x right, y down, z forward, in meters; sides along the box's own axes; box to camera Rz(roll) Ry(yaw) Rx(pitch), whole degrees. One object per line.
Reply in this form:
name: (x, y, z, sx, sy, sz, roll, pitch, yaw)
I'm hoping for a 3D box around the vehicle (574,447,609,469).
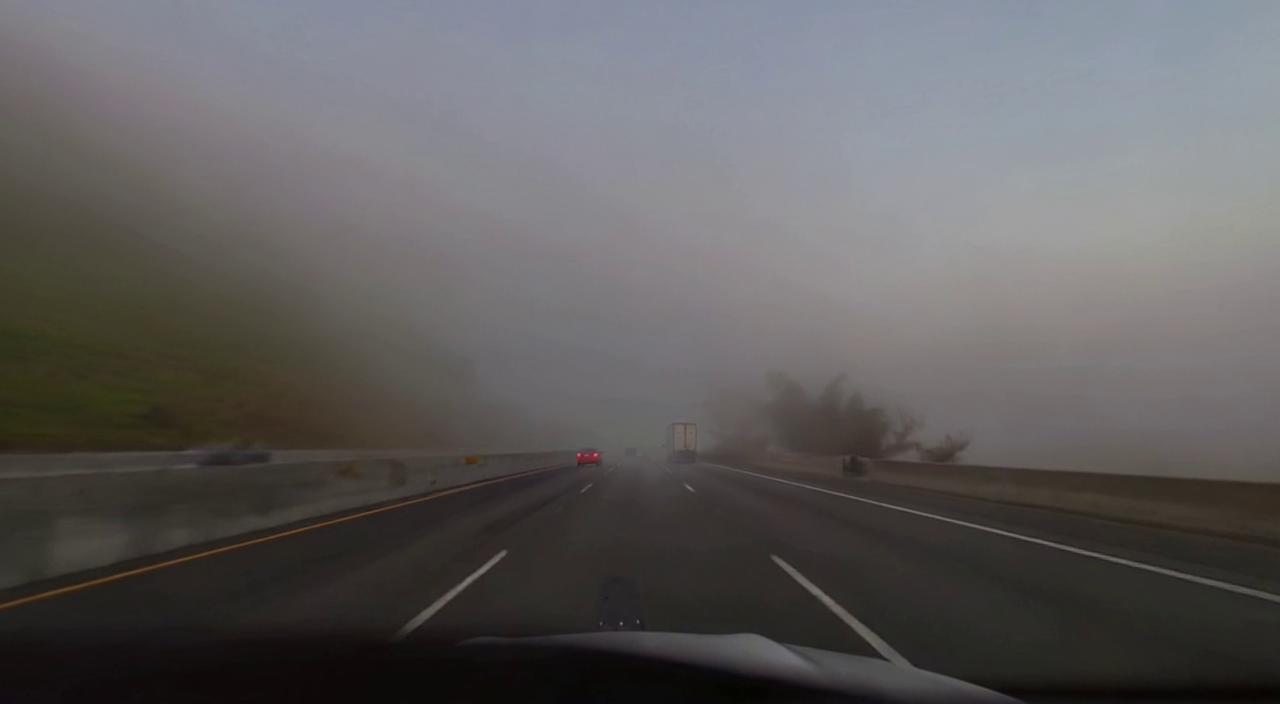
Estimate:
vehicle: (-3.489, 7.787, 46.559, 2.060, 1.475, 5.314, 0, -9, 1)
